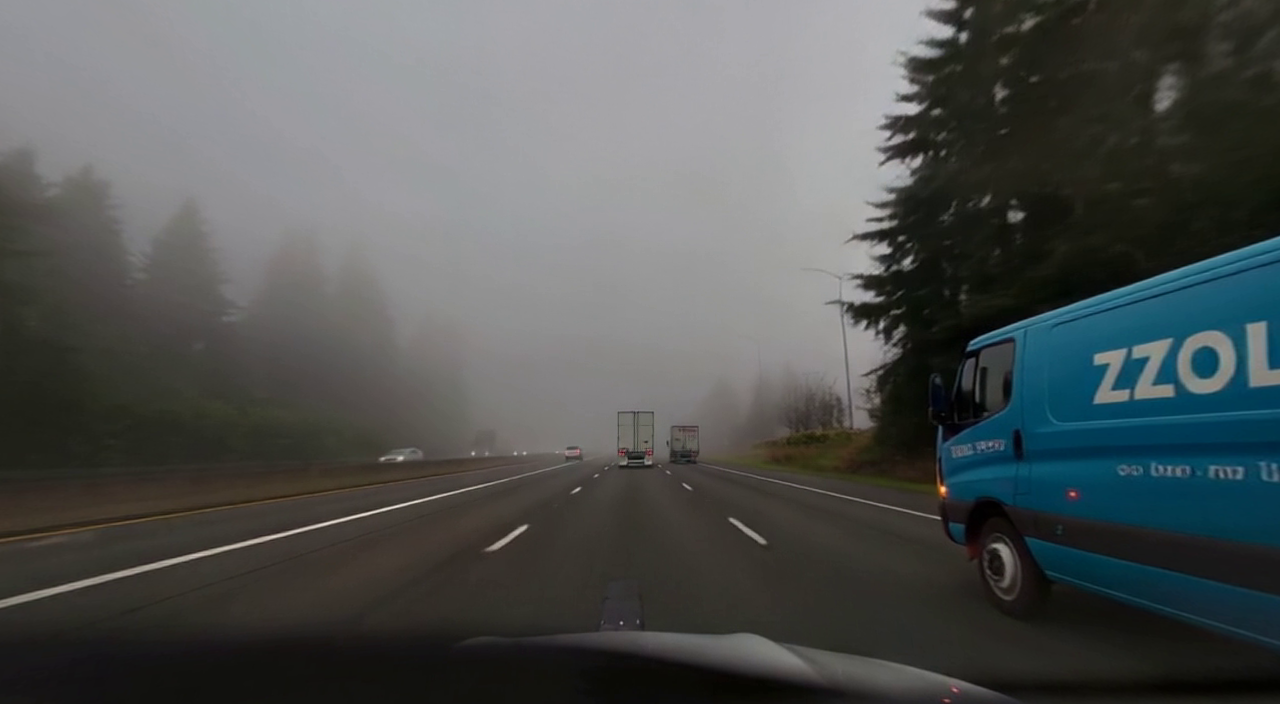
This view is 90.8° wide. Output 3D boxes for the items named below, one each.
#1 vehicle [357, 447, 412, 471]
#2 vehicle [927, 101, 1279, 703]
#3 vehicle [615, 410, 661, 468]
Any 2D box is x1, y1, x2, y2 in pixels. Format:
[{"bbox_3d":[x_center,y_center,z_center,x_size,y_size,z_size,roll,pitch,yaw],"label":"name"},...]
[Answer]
[{"bbox_3d":[-17.433,7.317,43.330,1.951,1.480,4.302,0,-9,0],"label":"vehicle"},{"bbox_3d":[3.718,0.327,2.303,2.338,2.690,6.025,0,-9,-1],"label":"vehicle"},{"bbox_3d":[-0.174,6.918,49.722,3.201,4.019,10.918,0,-9,0],"label":"vehicle"}]
